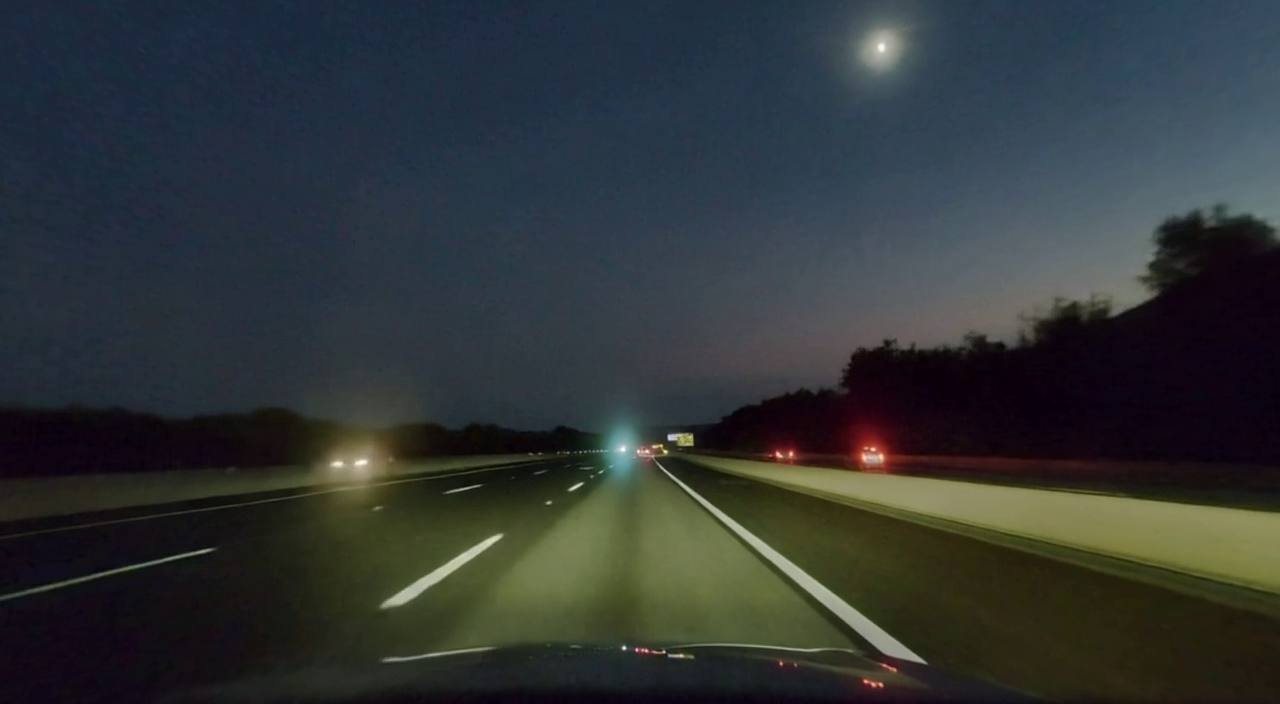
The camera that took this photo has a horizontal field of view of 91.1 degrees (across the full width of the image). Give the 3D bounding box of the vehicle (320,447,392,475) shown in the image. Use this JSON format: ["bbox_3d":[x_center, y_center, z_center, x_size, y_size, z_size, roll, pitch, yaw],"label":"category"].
[{"bbox_3d":[-16.325,6.279,36.421,1.870,1.465,4.860,0,-9,0],"label":"vehicle"}]
